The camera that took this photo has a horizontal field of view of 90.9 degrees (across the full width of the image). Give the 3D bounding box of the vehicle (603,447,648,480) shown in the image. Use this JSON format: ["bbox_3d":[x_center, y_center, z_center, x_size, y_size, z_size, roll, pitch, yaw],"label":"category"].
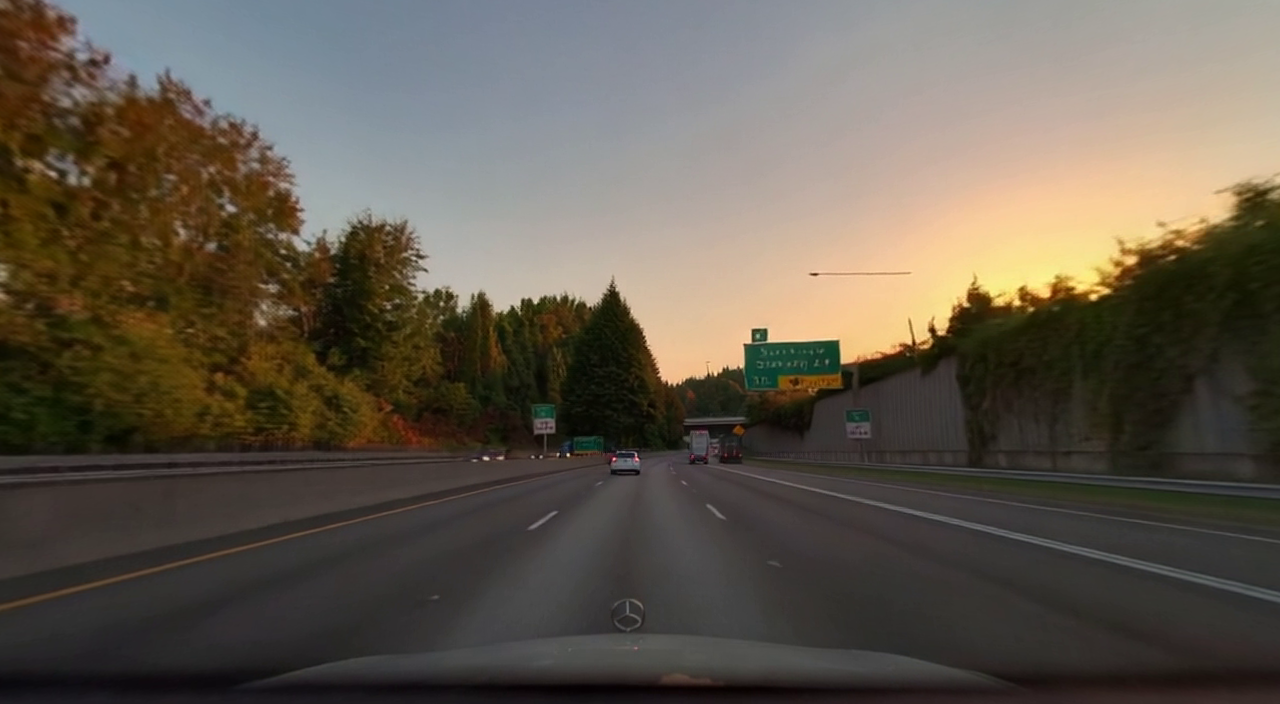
[{"bbox_3d":[-0.675,5.639,32.109,2.035,1.513,4.272,-1,-9,2],"label":"vehicle"}]
